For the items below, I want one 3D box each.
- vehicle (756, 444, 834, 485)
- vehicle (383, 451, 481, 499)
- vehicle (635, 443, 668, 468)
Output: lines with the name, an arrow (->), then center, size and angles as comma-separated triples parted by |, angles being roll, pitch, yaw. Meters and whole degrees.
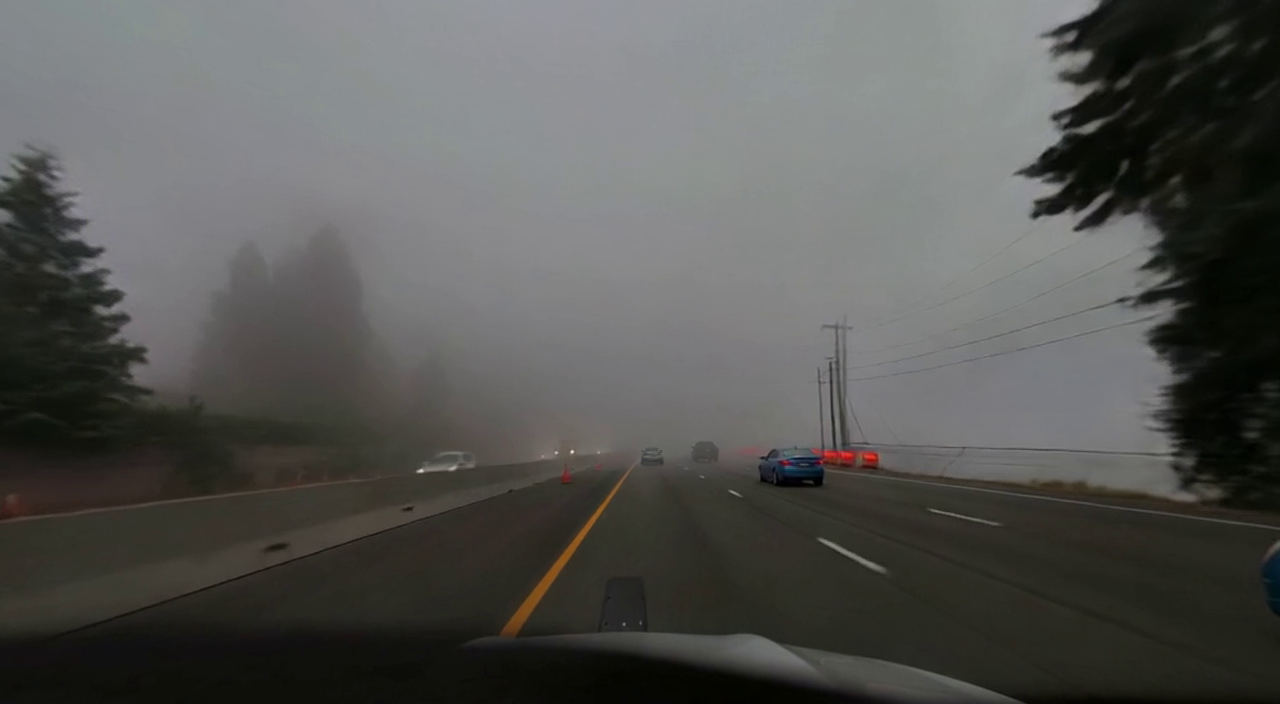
vehicle -> 5.702, 4.154, 23.680 | 1.881, 1.409, 4.016 | 0, -8, 0
vehicle -> -7.431, 4.398, 23.049 | 1.971, 1.515, 4.381 | 0, -8, 2
vehicle -> 0.762, 6.859, 42.093 | 2.096, 1.583, 4.150 | 0, -8, 1
